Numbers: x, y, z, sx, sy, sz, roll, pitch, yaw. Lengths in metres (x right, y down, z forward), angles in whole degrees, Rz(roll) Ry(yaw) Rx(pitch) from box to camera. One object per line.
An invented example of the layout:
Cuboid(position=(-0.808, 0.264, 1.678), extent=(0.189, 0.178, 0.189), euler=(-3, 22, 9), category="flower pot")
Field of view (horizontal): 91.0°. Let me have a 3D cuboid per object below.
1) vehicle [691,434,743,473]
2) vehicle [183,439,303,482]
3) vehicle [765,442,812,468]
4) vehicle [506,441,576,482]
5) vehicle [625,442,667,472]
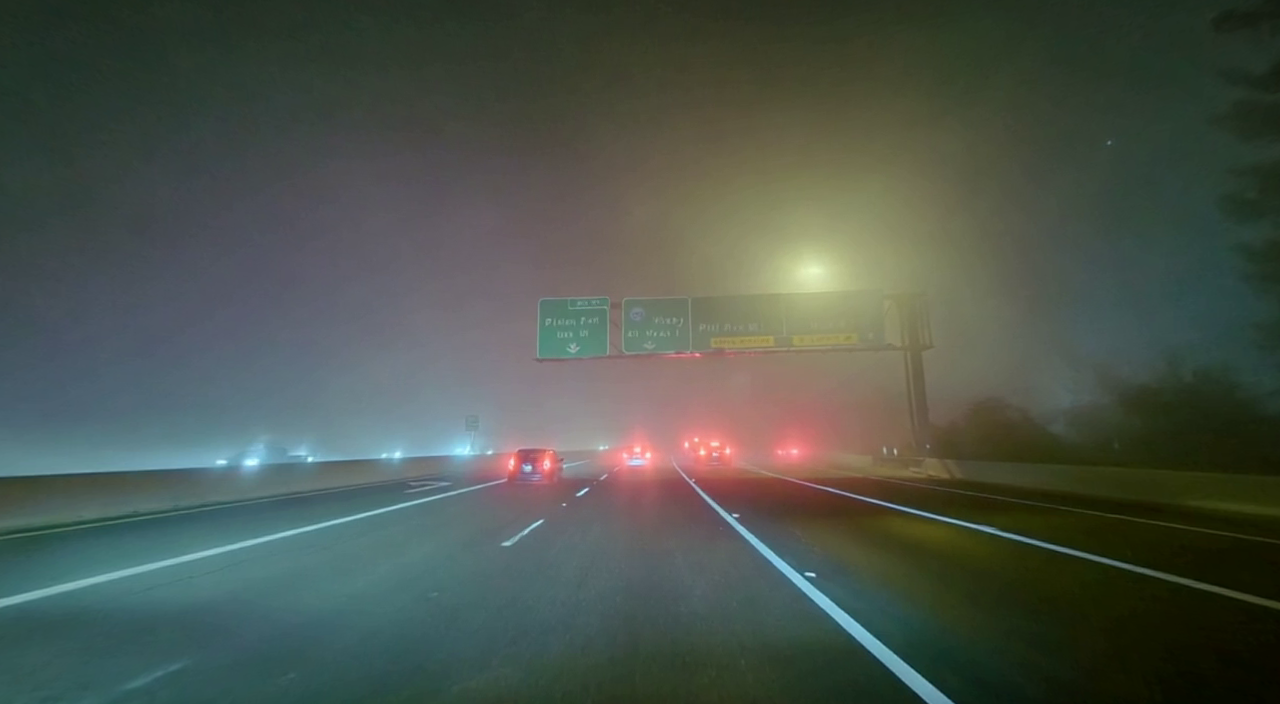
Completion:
Cuboid(position=(3.760, 5.063, 31.505), extent=(2.045, 1.768, 4.249), euler=(0, -9, 0), category="vehicle")
Cuboid(position=(-16.512, 4.536, 26.534), extent=(1.948, 1.643, 4.612), euler=(0, -9, 2), category="vehicle")
Cuboid(position=(9.035, 6.291, 38.649), extent=(1.971, 1.464, 4.357), euler=(0, -9, 2), category="vehicle")
Cuboid(position=(-3.918, 4.430, 25.687), extent=(1.996, 1.488, 4.451), euler=(0, -9, 2), category="vehicle")
Cuboid(position=(0.334, 5.541, 33.326), extent=(2.071, 1.478, 4.130), euler=(0, -9, 1), category="vehicle")
